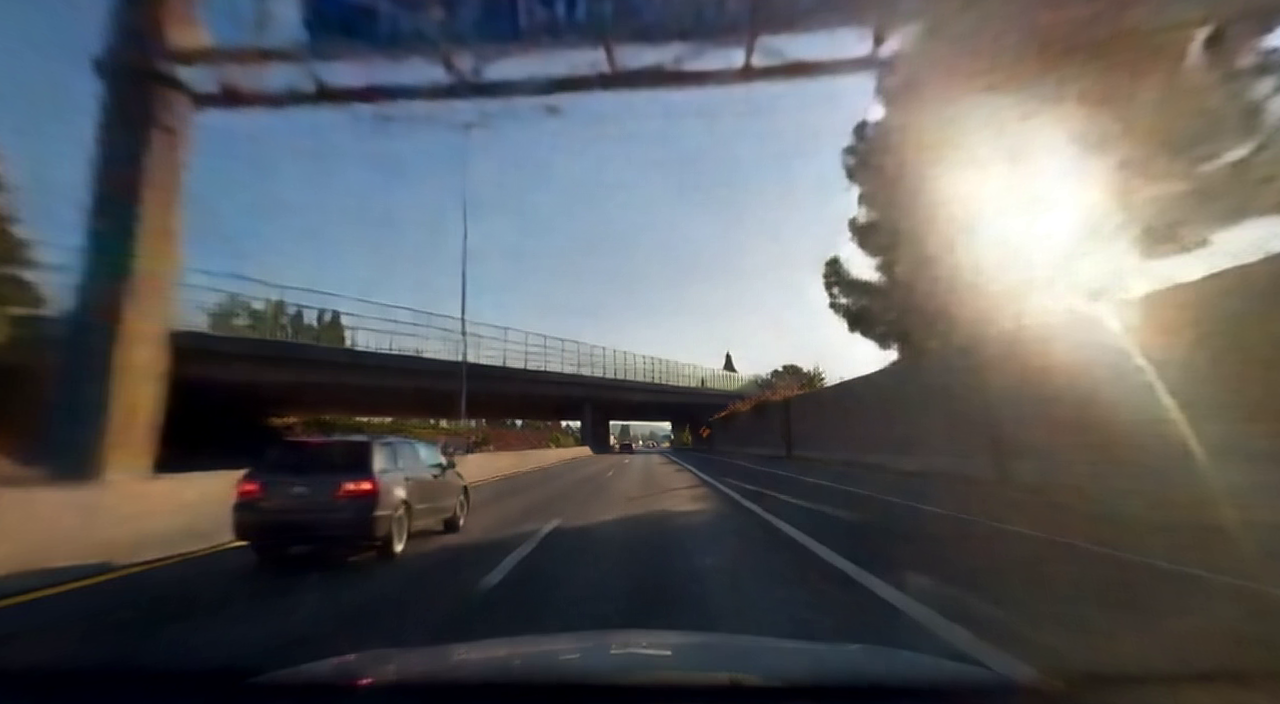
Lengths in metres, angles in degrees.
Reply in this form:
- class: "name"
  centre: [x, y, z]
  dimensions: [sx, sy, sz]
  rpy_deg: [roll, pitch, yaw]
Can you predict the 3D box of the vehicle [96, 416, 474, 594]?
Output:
- class: "vehicle"
  centre: [-3.683, 1.645, 7.684]
  dimensions: [2.051, 1.531, 4.250]
  rpy_deg: [0, -8, 1]
